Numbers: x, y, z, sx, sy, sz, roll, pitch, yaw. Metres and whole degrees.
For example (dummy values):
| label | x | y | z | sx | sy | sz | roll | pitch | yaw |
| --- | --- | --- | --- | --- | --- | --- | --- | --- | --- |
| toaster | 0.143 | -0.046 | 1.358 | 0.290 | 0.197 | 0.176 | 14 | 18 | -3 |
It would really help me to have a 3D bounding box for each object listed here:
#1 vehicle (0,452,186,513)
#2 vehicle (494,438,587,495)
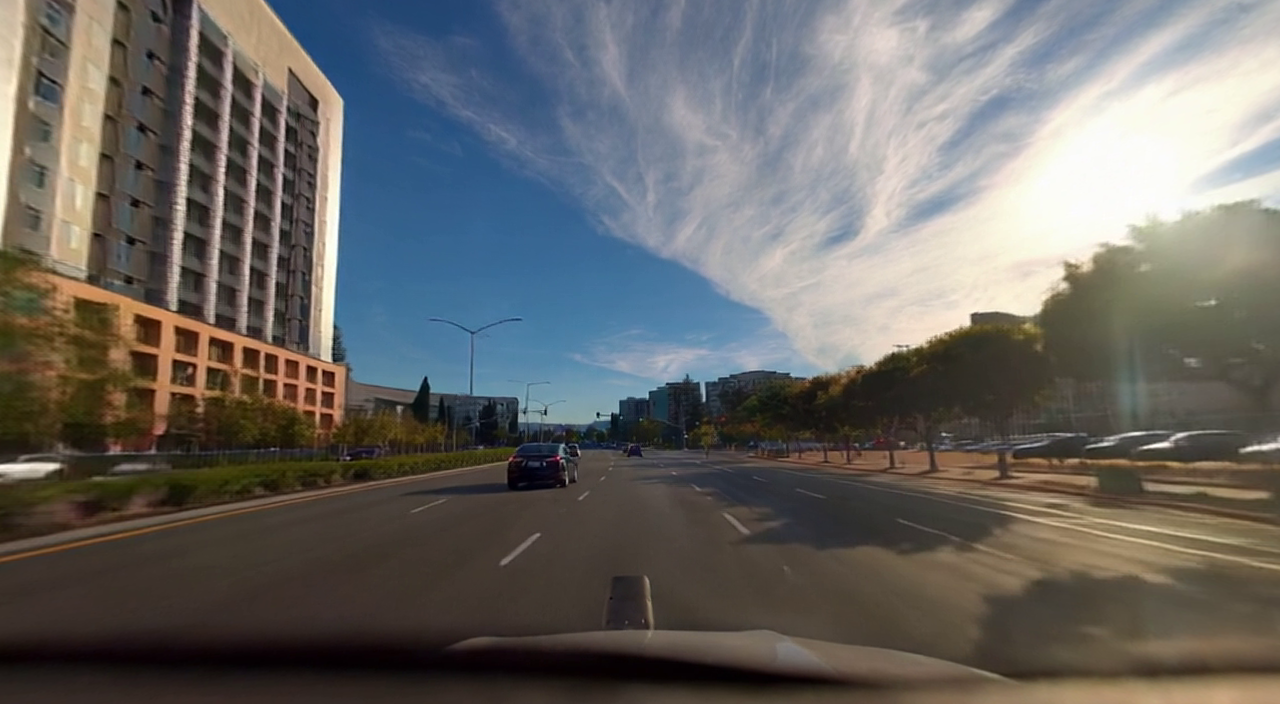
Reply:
| label | x | y | z | sx | sy | sz | roll | pitch | yaw |
| --- | --- | --- | --- | --- | --- | --- | --- | --- | --- |
| vehicle | -16.370 | 3.863 | 19.184 | 1.890 | 1.479 | 4.484 | -2 | -8 | -2 |
| vehicle | -2.881 | 3.438 | 19.313 | 2.009 | 1.489 | 4.543 | -1 | -8 | 1 |
